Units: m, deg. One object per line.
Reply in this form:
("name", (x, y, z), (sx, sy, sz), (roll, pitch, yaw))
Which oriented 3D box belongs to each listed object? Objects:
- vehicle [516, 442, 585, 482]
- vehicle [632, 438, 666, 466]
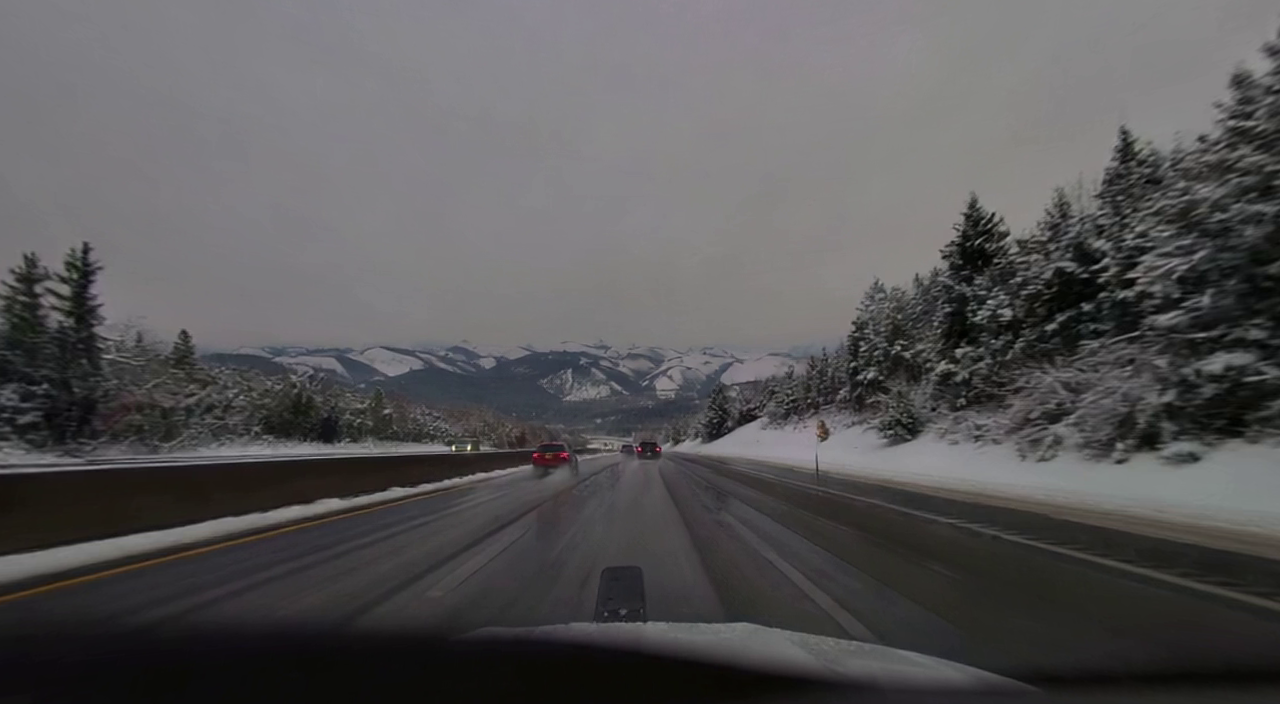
("vehicle", (-3.532, 4.435, 25.676), (2.082, 1.485, 4.237), (0, -8, 2))
("vehicle", (0.576, 6.973, 43.892), (2.272, 1.836, 4.866), (0, -8, -1))
